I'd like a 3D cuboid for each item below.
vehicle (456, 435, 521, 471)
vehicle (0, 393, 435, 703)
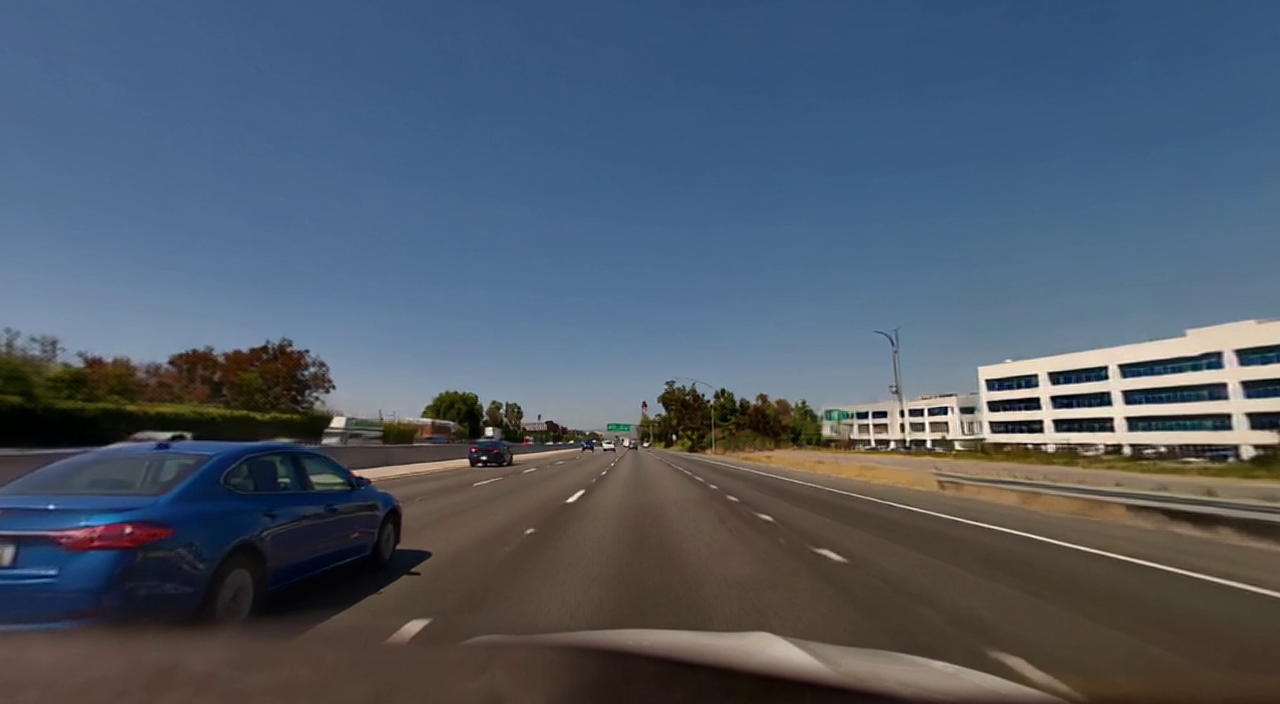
[{"bbox_3d":[-7.535,5.058,31.872,2.118,1.675,4.395,0,-8,1],"label":"vehicle"},{"bbox_3d":[-3.624,1.324,5.188,2.144,1.565,4.951,0,-8,1],"label":"vehicle"}]
